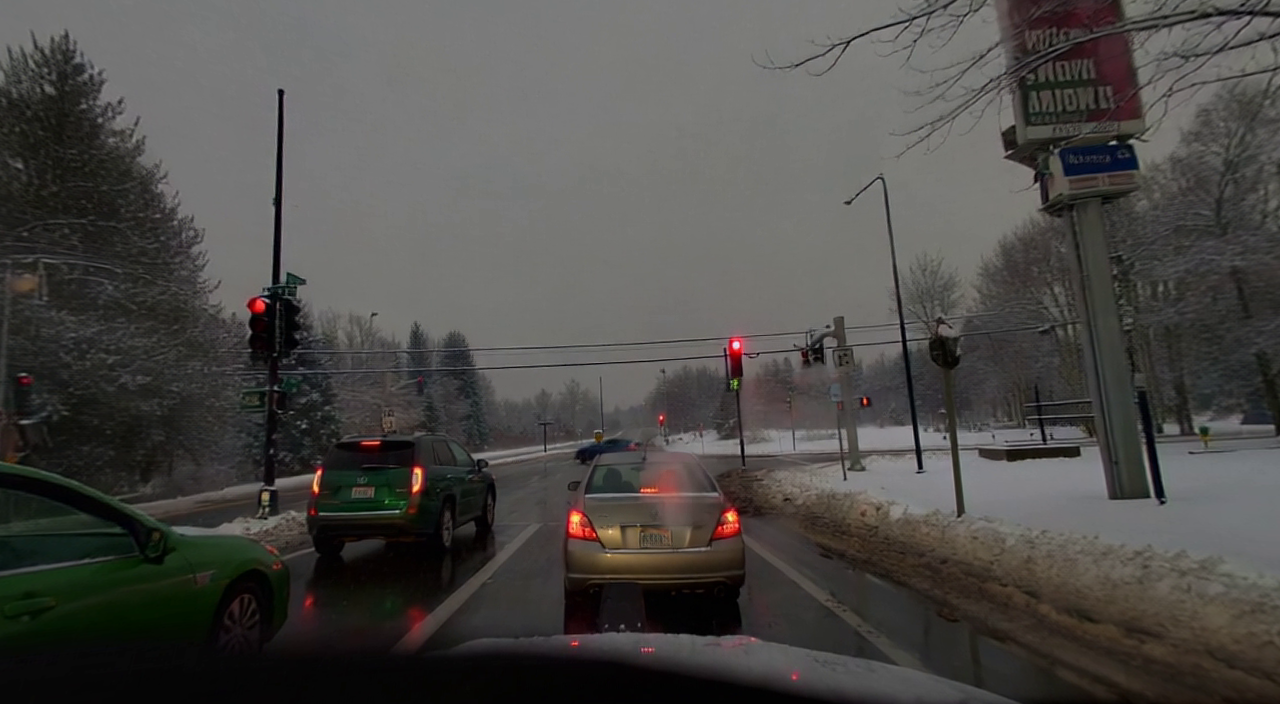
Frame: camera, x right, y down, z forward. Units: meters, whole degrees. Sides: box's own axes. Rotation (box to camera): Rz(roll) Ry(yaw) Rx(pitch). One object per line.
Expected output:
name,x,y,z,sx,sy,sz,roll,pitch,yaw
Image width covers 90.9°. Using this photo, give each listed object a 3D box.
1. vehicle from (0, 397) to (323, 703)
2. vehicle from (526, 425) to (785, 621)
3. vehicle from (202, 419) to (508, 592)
vehicle,-3.153,0.964,2.409,1.808,1.520,3.846,-1,-9,1
vehicle,0.053,1.575,6.622,1.977,1.467,3.474,0,-9,-2
vehicle,-3.170,1.790,8.132,1.950,1.628,4.082,-1,-9,1
